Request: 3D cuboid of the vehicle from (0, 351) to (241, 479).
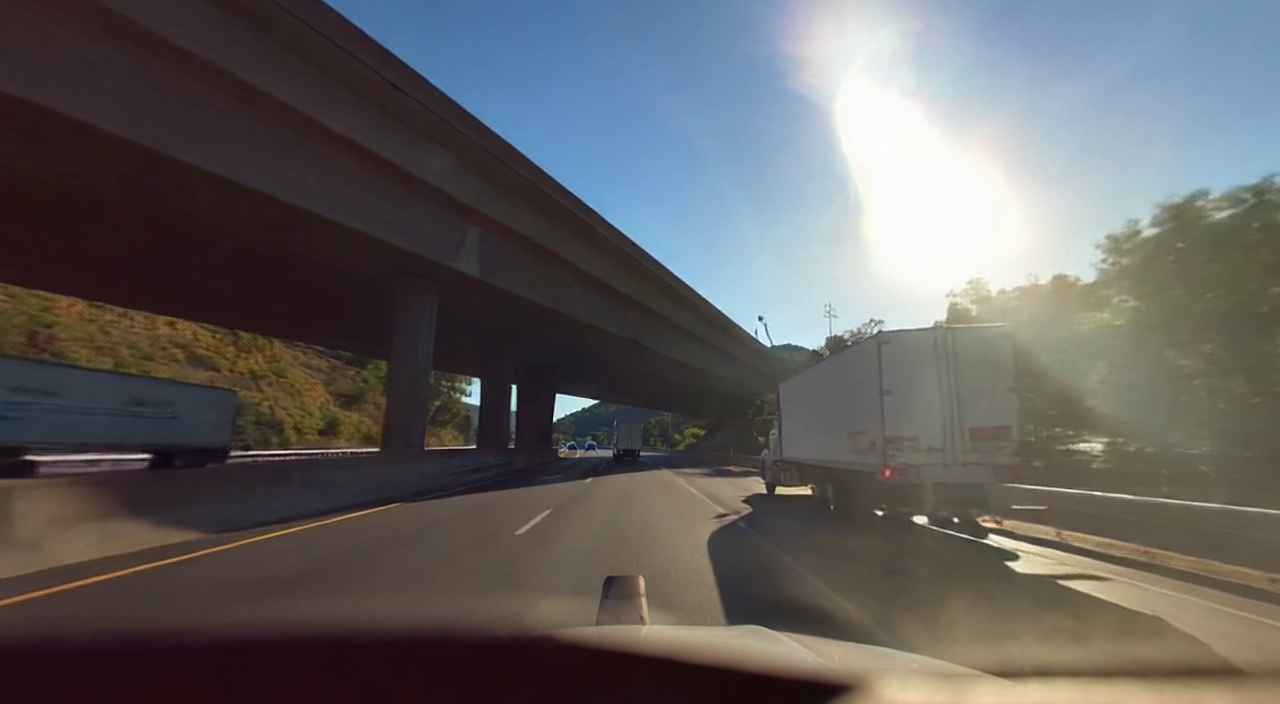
[{"bbox_3d":[-21.380,2.792,24.641,2.881,3.917,14.152,0,-9,-3],"label":"vehicle"}]
